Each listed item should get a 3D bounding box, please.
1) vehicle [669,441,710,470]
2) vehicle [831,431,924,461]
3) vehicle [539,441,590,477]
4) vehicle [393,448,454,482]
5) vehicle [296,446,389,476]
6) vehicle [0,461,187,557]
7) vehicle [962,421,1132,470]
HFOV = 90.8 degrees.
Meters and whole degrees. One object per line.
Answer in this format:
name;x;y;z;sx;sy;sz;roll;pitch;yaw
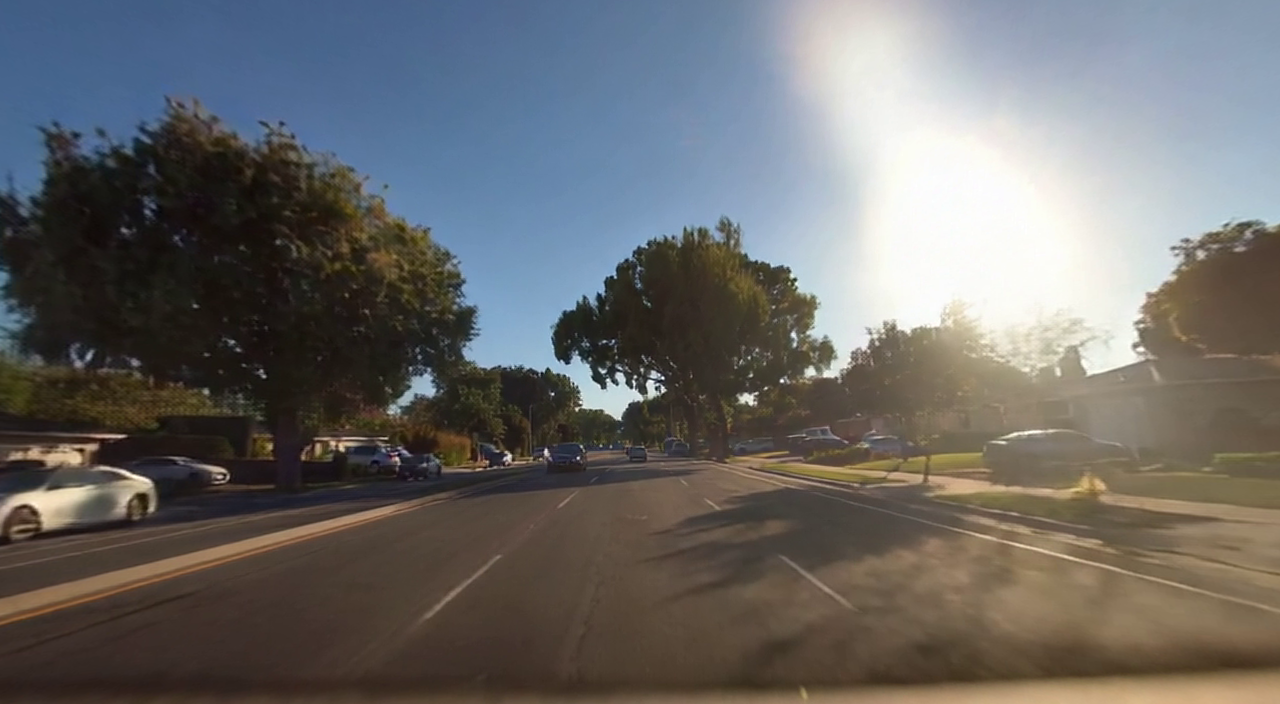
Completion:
vehicle;2.889;6.120;37.540;1.983;1.557;4.078;0;-8;-2
vehicle;12.478;4.965;33.404;4.183;1.516;1.884;-1;-8;3
vehicle;-3.796;5.457;32.498;2.076;1.688;4.284;0;-8;0
vehicle;-12.017;6.276;35.370;1.822;1.699;4.791;0;-8;-1
vehicle;-18.966;6.926;40.432;4.837;1.808;2.176;0;-8;-1
vehicle;-11.429;2.936;12.423;1.851;1.459;4.295;0;-8;0
vehicle;13.008;3.012;20.383;4.237;1.476;1.743;0;-8;1
